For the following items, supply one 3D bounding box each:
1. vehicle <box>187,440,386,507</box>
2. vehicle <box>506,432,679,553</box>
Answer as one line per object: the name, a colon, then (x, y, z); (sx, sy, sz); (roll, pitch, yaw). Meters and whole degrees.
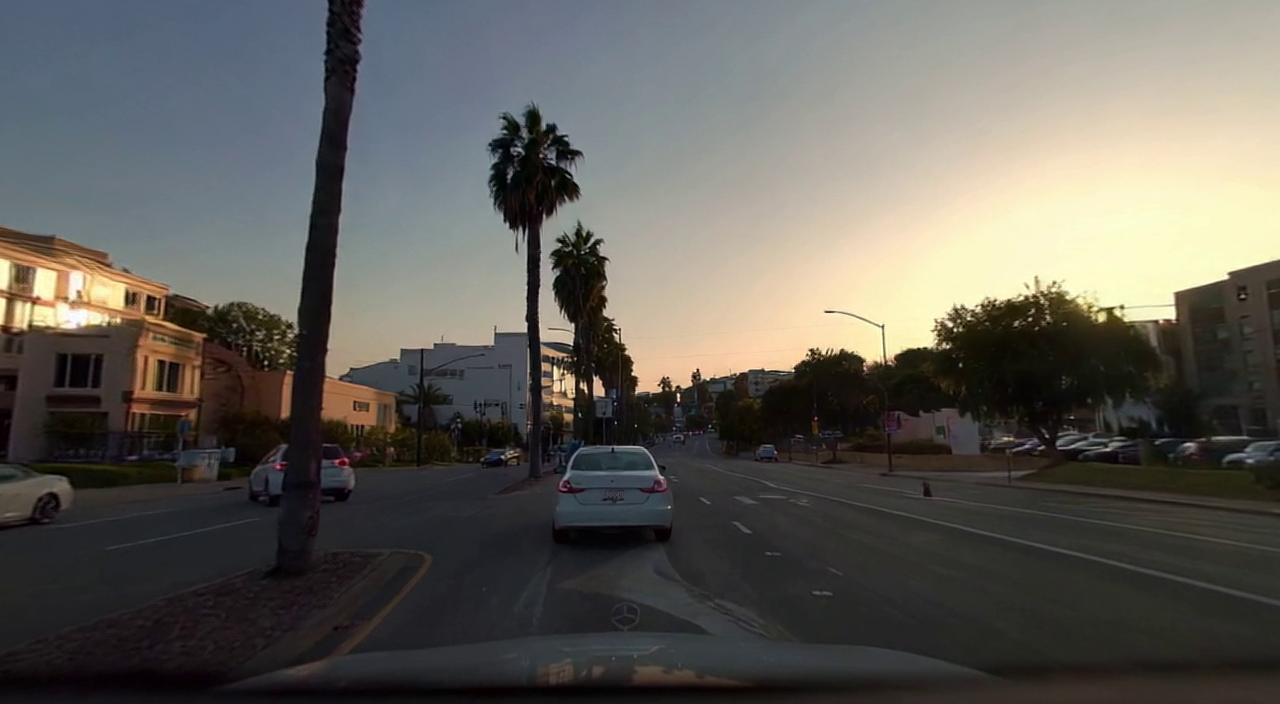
vehicle: (-9.327, 3.154, 16.767); (4.457, 1.552, 2.095); (-3, -9, 19)
vehicle: (-1.015, 2.090, 10.217); (1.986, 1.473, 4.382); (2, -9, -15)
